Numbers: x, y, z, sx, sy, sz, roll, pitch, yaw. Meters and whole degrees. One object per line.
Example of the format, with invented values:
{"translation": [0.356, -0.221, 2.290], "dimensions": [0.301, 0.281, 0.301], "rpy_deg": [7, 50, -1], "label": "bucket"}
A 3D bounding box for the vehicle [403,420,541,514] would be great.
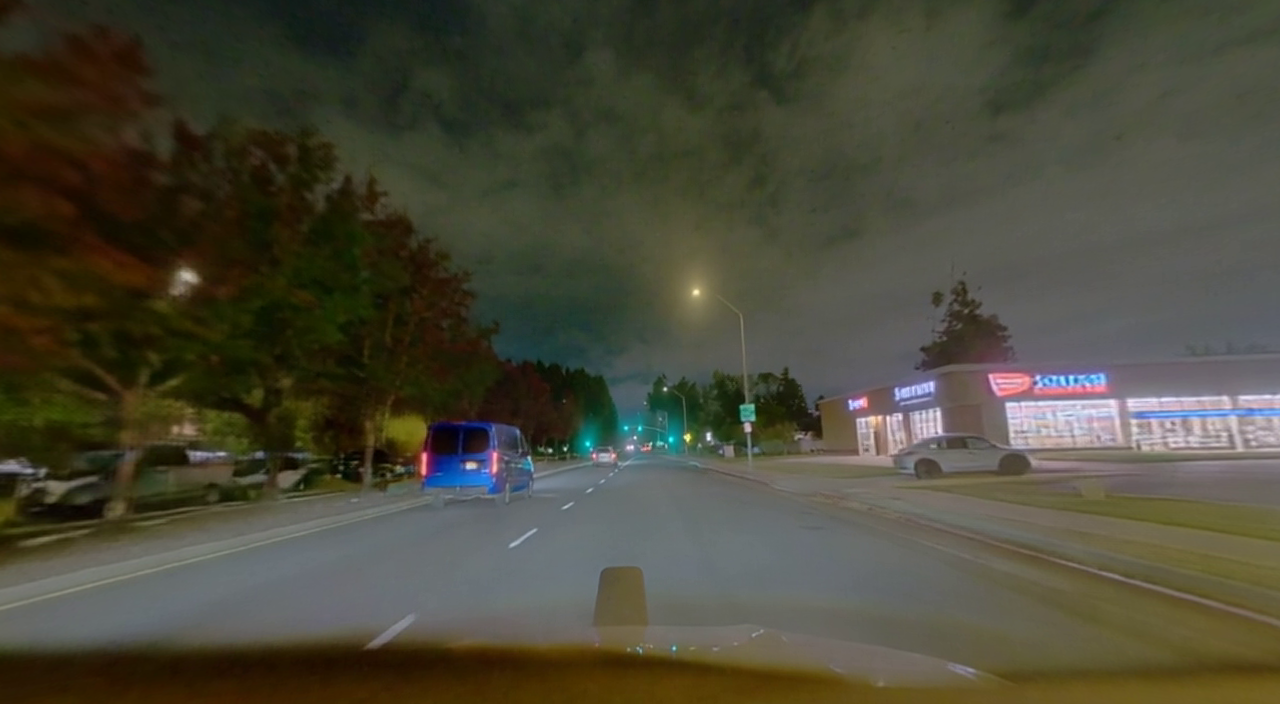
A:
{"translation": [-3.996, 2.832, 15.971], "dimensions": [2.152, 1.987, 4.952], "rpy_deg": [0, -9, 0], "label": "vehicle"}

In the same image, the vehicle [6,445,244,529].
{"translation": [-11.780, 3.054, 14.867], "dimensions": [2.044, 1.649, 4.211], "rpy_deg": [0, -9, -1], "label": "vehicle"}

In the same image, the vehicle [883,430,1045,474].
{"translation": [11.325, 3.534, 22.230], "dimensions": [4.607, 1.471, 1.982], "rpy_deg": [0, -9, 1], "label": "vehicle"}

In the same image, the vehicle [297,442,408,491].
{"translation": [-11.752, 4.693, 26.126], "dimensions": [2.332, 1.815, 4.639], "rpy_deg": [-1, -9, 1], "label": "vehicle"}
